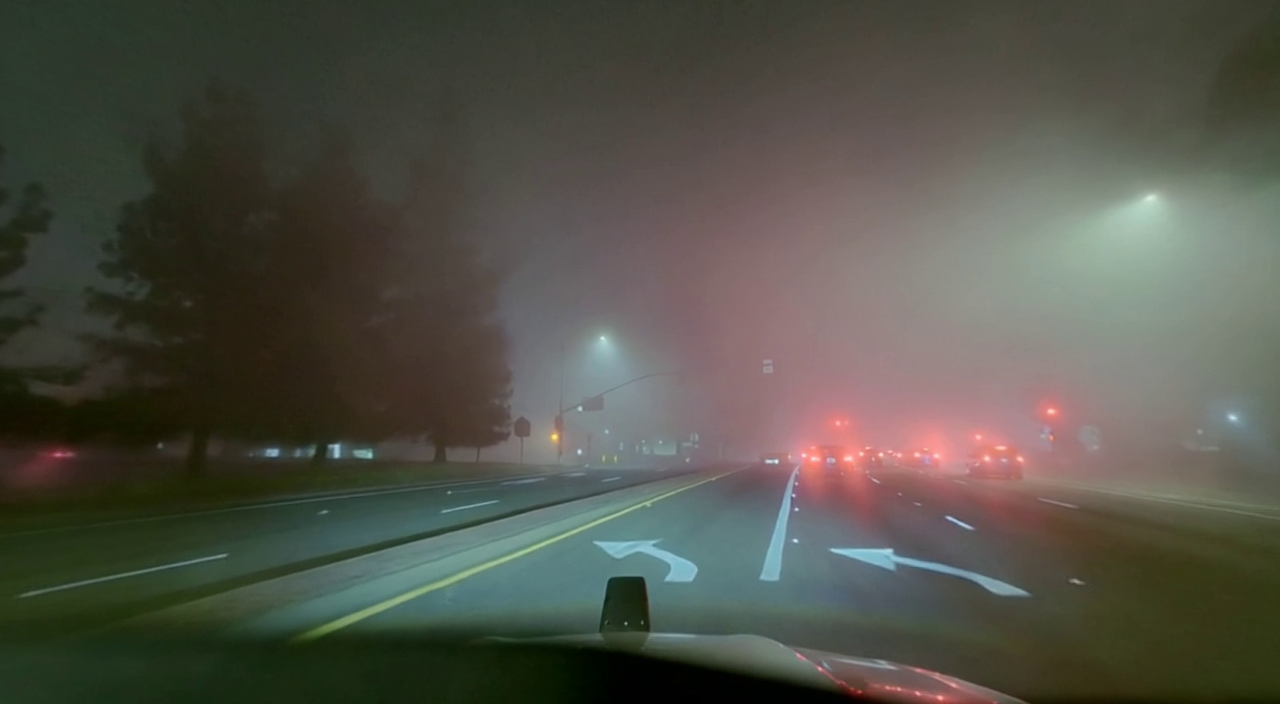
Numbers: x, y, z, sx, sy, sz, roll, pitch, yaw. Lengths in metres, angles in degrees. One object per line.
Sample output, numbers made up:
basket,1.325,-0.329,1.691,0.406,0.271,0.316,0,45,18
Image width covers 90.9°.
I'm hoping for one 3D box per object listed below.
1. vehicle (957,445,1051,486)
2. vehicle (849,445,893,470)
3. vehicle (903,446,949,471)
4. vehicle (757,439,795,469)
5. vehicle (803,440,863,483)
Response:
vehicle,13.924,4.315,24.389,1.884,1.422,4.262,-2,-9,13
vehicle,14.733,6.716,40.455,2.063,1.476,4.361,-2,-9,13
vehicle,18.547,6.877,41.094,1.901,1.484,4.093,-2,-8,13
vehicle,8.897,6.607,41.001,2.245,1.800,4.522,-2,-8,13
vehicle,7.727,4.376,25.551,2.078,1.578,4.107,-2,-9,14
